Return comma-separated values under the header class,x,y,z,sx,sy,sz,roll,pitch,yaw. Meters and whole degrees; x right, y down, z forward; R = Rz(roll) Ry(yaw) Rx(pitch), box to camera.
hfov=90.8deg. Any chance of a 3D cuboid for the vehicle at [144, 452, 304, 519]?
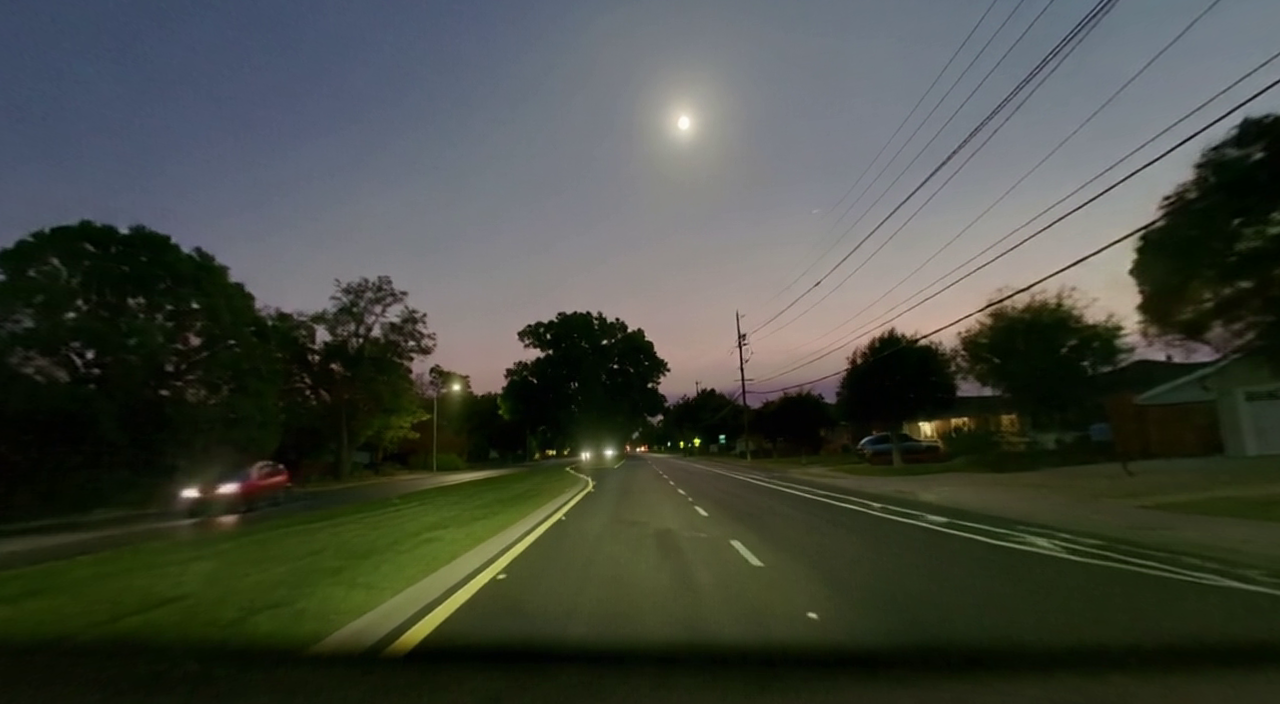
class,x,y,z,sx,sy,sz,roll,pitch,yaw
vehicle,-13.440,4.283,20.885,2.112,1.847,4.765,0,-8,-2
